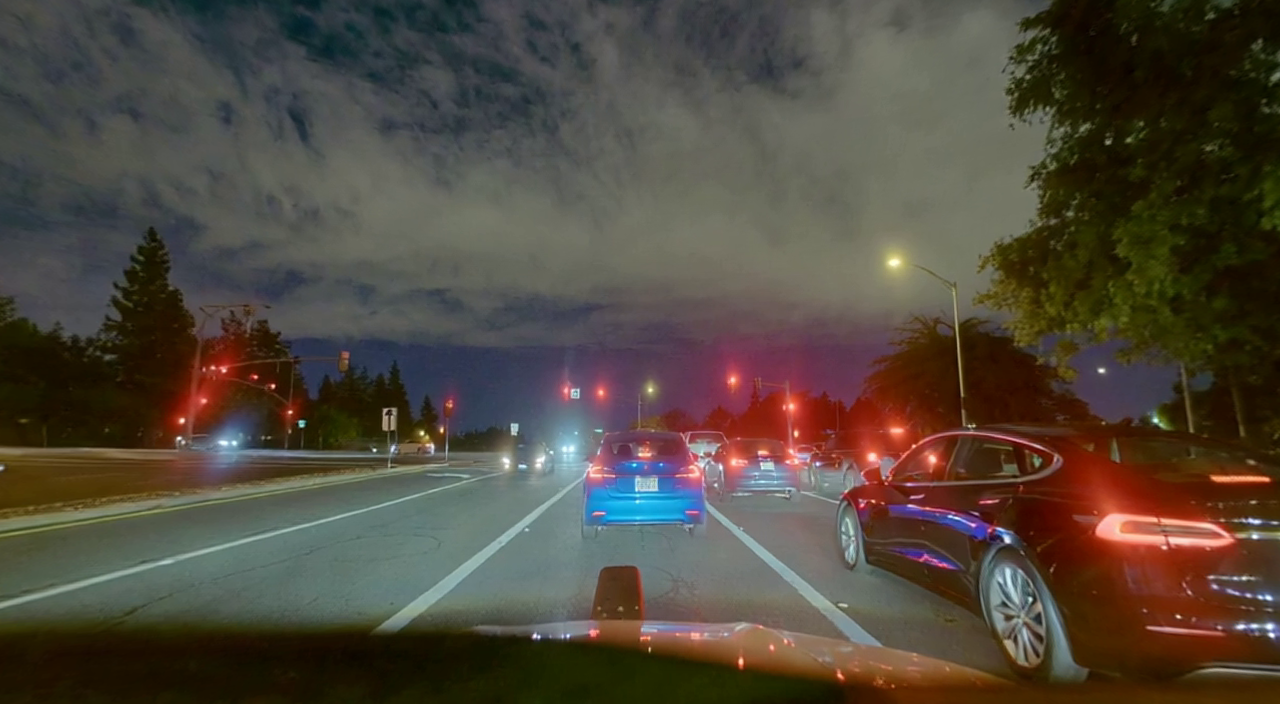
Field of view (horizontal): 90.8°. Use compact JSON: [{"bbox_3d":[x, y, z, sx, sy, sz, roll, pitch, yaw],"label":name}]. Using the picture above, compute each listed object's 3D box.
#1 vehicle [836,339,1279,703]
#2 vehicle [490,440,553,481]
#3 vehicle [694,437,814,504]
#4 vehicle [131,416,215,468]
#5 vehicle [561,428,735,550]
[{"bbox_3d":[3.182,1.109,4.305,2.167,1.676,4.443,0,-8,-1],"label":"vehicle"},{"bbox_3d":[-4.630,4.284,25.265,1.972,1.457,4.171,0,-8,-4],"label":"vehicle"},{"bbox_3d":[2.697,2.920,16.035,2.058,1.466,4.208,0,-8,-3],"label":"vehicle"},{"bbox_3d":[-29.256,5.657,39.706,2.608,2.990,3.026,2,-8,1],"label":"vehicle"},{"bbox_3d":[0.036,2.014,10.014,2.147,1.499,4.240,0,-8,-2],"label":"vehicle"}]
